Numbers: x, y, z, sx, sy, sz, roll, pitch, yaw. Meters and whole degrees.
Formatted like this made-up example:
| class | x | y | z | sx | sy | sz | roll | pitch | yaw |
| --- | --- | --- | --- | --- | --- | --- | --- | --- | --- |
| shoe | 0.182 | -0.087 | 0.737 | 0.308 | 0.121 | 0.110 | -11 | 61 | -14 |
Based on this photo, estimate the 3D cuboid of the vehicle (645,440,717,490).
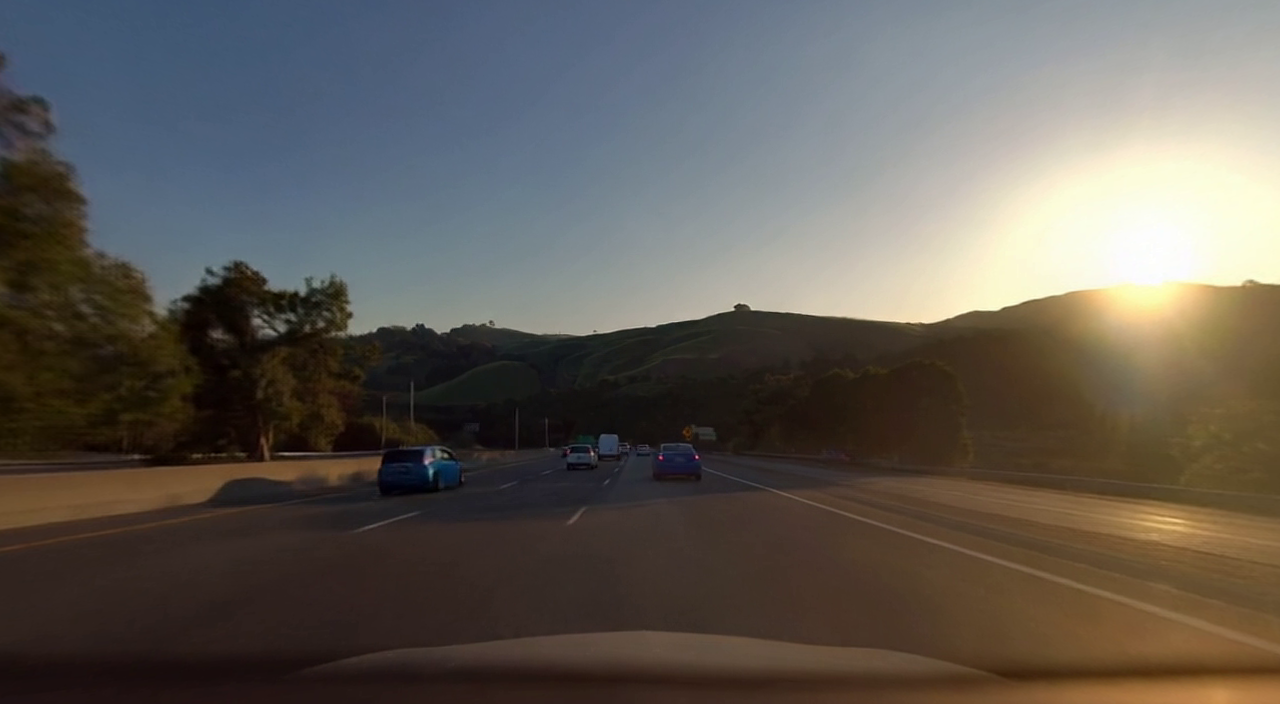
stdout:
| class | x | y | z | sx | sy | sz | roll | pitch | yaw |
| --- | --- | --- | --- | --- | --- | --- | --- | --- | --- |
| vehicle | 1.262 | 3.776 | 21.388 | 2.050 | 1.491 | 4.362 | 0 | -8 | -1 |

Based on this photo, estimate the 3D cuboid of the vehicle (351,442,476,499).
| class | x | y | z | sx | sy | sz | roll | pitch | yaw |
| --- | --- | --- | --- | --- | --- | --- | --- | --- | --- |
| vehicle | -6.684 | 3.522 | 19.299 | 2.012 | 1.504 | 4.729 | 0 | -8 | 1 |

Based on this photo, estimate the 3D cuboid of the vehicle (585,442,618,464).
| class | x | y | z | sx | sy | sz | roll | pitch | yaw |
| --- | --- | --- | --- | --- | --- | --- | --- | --- | --- |
| vehicle | -2.978 | 7.869 | 49.237 | 2.270 | 1.660 | 4.101 | 0 | -8 | 0 |

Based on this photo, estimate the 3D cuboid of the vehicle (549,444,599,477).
| class | x | y | z | sx | sy | sz | roll | pitch | yaw |
| --- | --- | --- | --- | --- | --- | --- | --- | --- | --- |
| vehicle | -3.195 | 5.315 | 31.282 | 1.990 | 1.501 | 4.250 | 0 | -8 | 0 |
